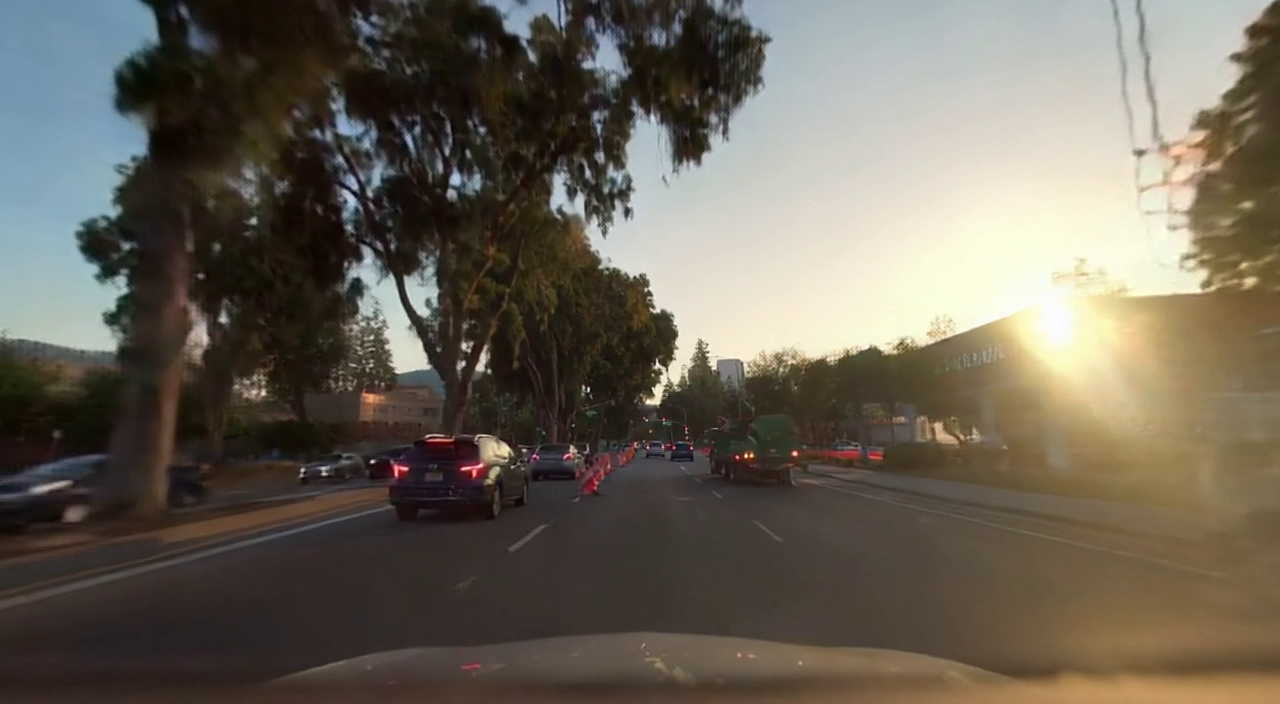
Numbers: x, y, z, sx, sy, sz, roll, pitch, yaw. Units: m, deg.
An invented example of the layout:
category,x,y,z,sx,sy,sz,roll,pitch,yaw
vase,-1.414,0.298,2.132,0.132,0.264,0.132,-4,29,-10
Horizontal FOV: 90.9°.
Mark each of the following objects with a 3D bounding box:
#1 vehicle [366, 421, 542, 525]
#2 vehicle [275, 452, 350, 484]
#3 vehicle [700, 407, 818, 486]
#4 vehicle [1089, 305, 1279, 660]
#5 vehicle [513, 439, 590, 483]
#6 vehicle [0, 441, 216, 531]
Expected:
category,x,y,z,sx,sy,sz,roll,pitch,yaw
vehicle,-3.399,2.308,12.562,2.038,1.682,4.399,0,-8,2
vehicle,-19.306,6.831,37.406,1.874,1.671,4.568,0,-8,1
vehicle,4.091,3.546,23.758,2.760,2.465,7.936,0,-8,-1
vehicle,5.349,0.566,2.200,2.653,2.231,6.793,0,-8,1
vehicle,-3.218,4.066,23.894,2.107,1.482,4.674,0,-8,2
vehicle,-12.496,2.986,14.753,1.920,1.758,4.452,0,-8,1
